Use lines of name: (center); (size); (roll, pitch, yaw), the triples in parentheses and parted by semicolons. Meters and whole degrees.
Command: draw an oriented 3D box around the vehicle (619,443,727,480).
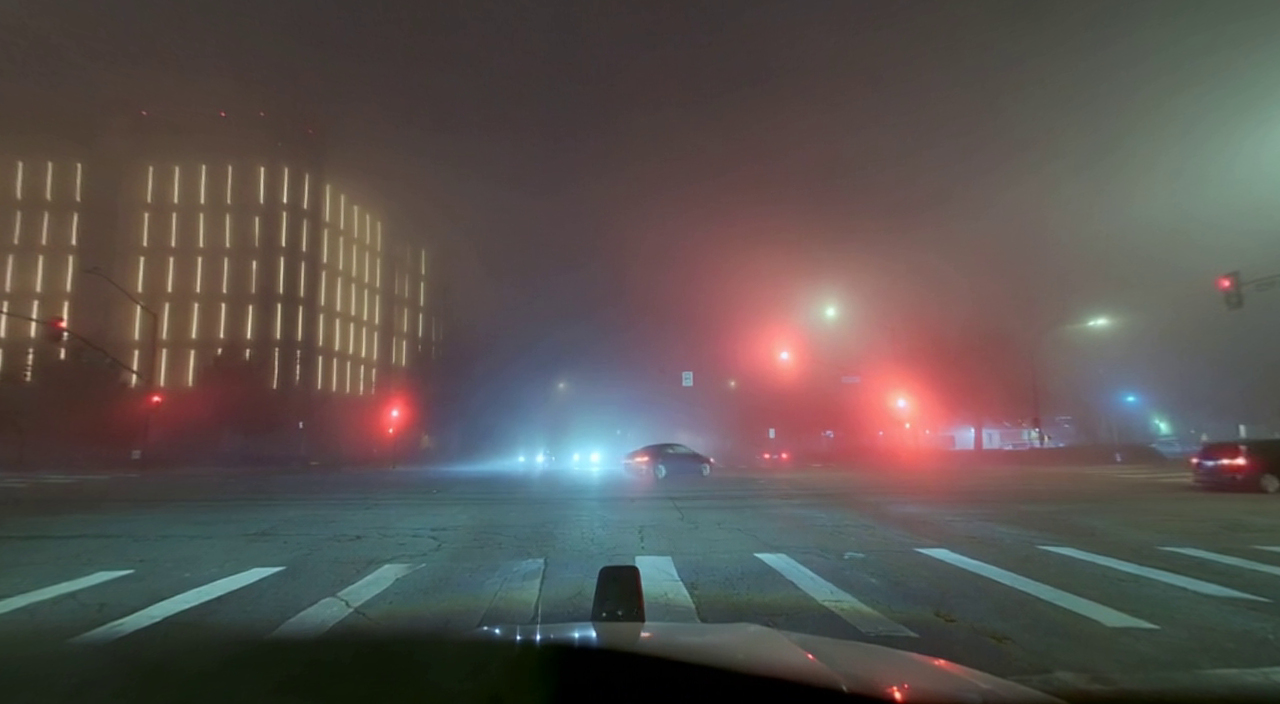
vehicle: (1.455, 4.648, 27.114); (4.424, 1.454, 2.043); (7, -11, -40)

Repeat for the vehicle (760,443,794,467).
vehicle: (9.615, 7.252, 44.641); (1.955, 1.569, 4.397); (-1, -8, 8)

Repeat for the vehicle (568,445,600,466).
vehicle: (-4.353, 8.121, 49.749); (2.130, 1.613, 4.121); (0, -8, 0)
